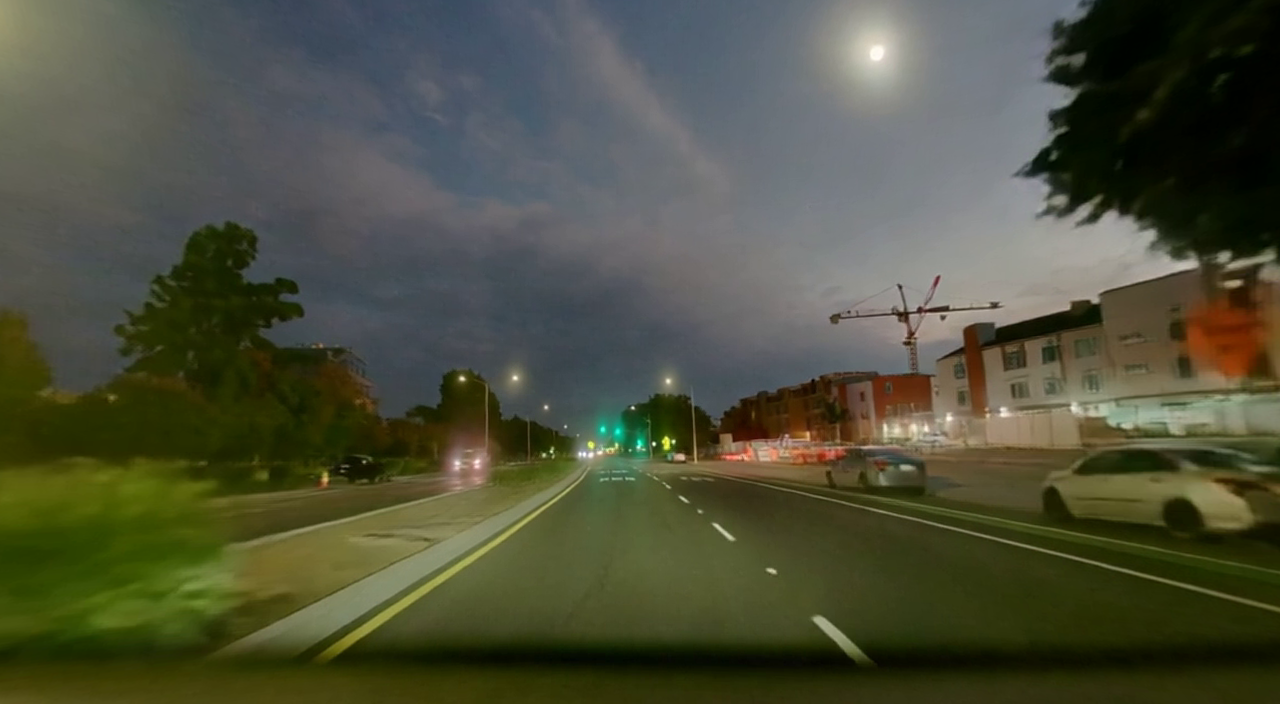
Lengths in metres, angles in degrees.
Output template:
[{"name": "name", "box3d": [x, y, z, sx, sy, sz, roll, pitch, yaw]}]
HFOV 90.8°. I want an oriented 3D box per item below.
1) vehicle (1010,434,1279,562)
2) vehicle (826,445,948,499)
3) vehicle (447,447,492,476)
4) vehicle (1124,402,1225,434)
[{"name": "vehicle", "box3d": [8.171, 2.104, 9.773, 1.974, 1.472, 4.654, 2, -9, -2]}, {"name": "vehicle", "box3d": [8.093, 3.951, 21.224, 1.977, 1.540, 4.307, 3, -9, -7]}, {"name": "vehicle", "box3d": [-12.470, 8.041, 46.577, 2.127, 1.984, 4.545, -1, -9, -1]}, {"name": "vehicle", "box3d": [32.561, 4.093, 38.661, 1.829, 1.713, 4.519, -2, -8, -7]}]
